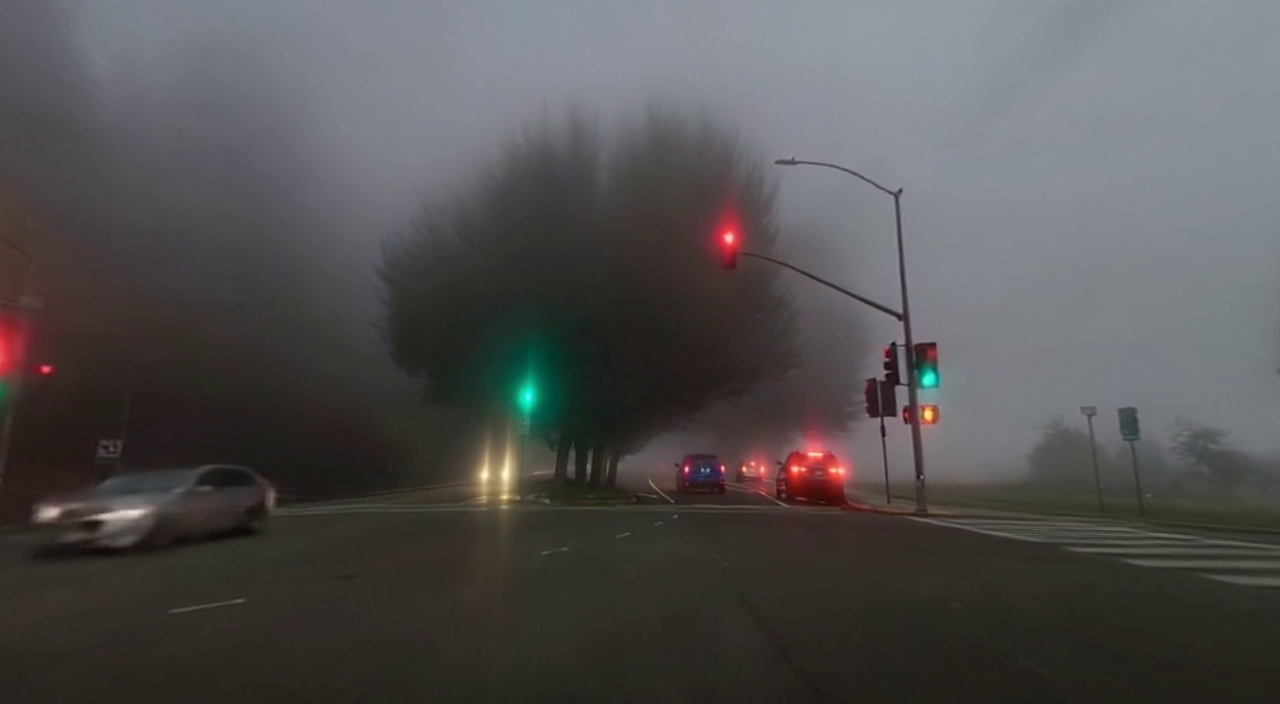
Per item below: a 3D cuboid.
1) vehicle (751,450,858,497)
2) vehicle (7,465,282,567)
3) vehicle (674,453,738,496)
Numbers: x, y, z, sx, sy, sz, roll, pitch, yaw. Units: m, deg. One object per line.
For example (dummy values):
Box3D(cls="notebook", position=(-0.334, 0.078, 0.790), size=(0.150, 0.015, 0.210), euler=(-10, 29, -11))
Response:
Box3D(cls="vehicle", position=(8.654, 6.445, 34.252), size=(2.771, 2.214, 7.159), euler=(1, -9, -10))
Box3D(cls="vehicle", position=(-8.688, 2.863, 11.661), size=(1.818, 1.397, 4.026), euler=(0, -8, 0))
Box3D(cls="vehicle", position=(2.755, 5.269, 27.642), size=(2.140, 1.655, 4.786), euler=(0, -8, -2))
